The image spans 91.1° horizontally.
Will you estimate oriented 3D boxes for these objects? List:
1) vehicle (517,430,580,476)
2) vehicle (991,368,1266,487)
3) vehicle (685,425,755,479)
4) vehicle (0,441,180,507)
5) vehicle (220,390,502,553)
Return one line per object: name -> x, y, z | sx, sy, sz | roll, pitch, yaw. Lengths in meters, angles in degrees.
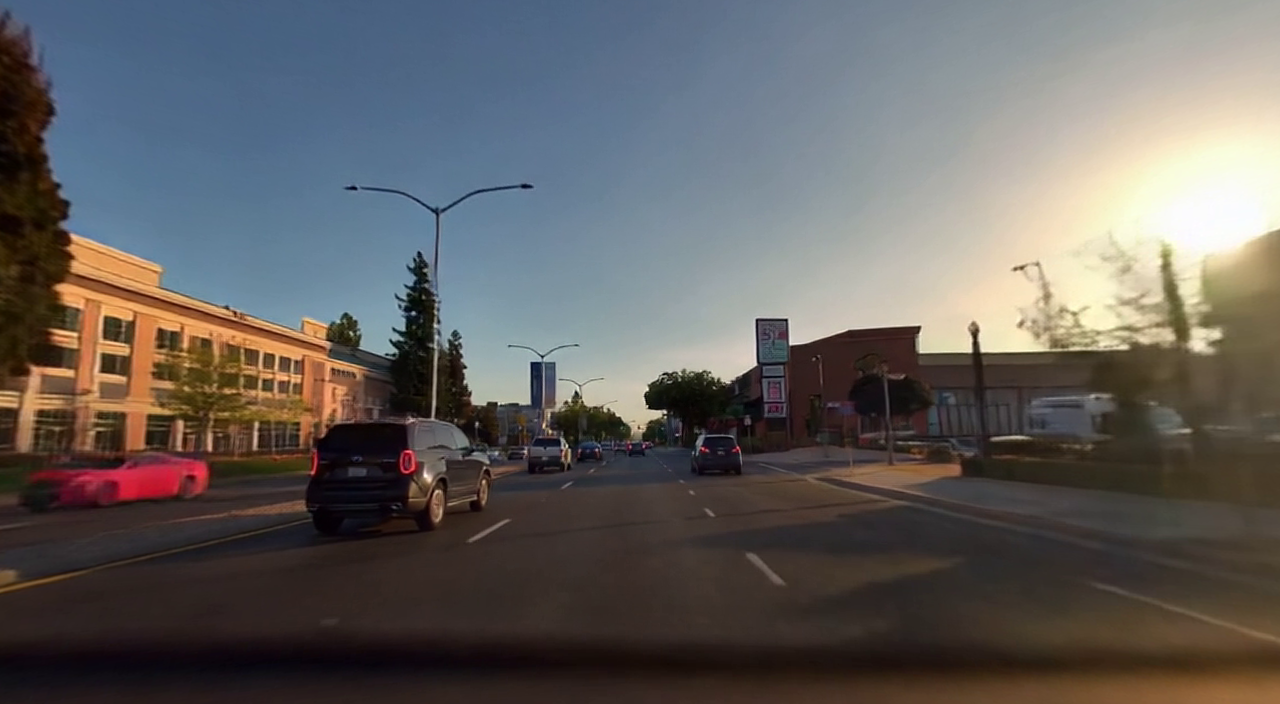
vehicle -> -3.823, 4.309, 27.006 | 2.014, 1.775, 4.404 | 0, -8, 0
vehicle -> 15.757, 2.647, 21.500 | 2.642, 3.252, 8.515 | 0, -8, 1
vehicle -> 3.043, 3.917, 24.859 | 2.024, 1.921, 4.431 | 0, -8, -2
vehicle -> -16.456, 3.524, 18.759 | 2.009, 1.702, 4.411 | 0, -8, 0
vehicle -> -3.863, 1.761, 9.948 | 2.210, 1.925, 4.838 | 0, -8, 0
